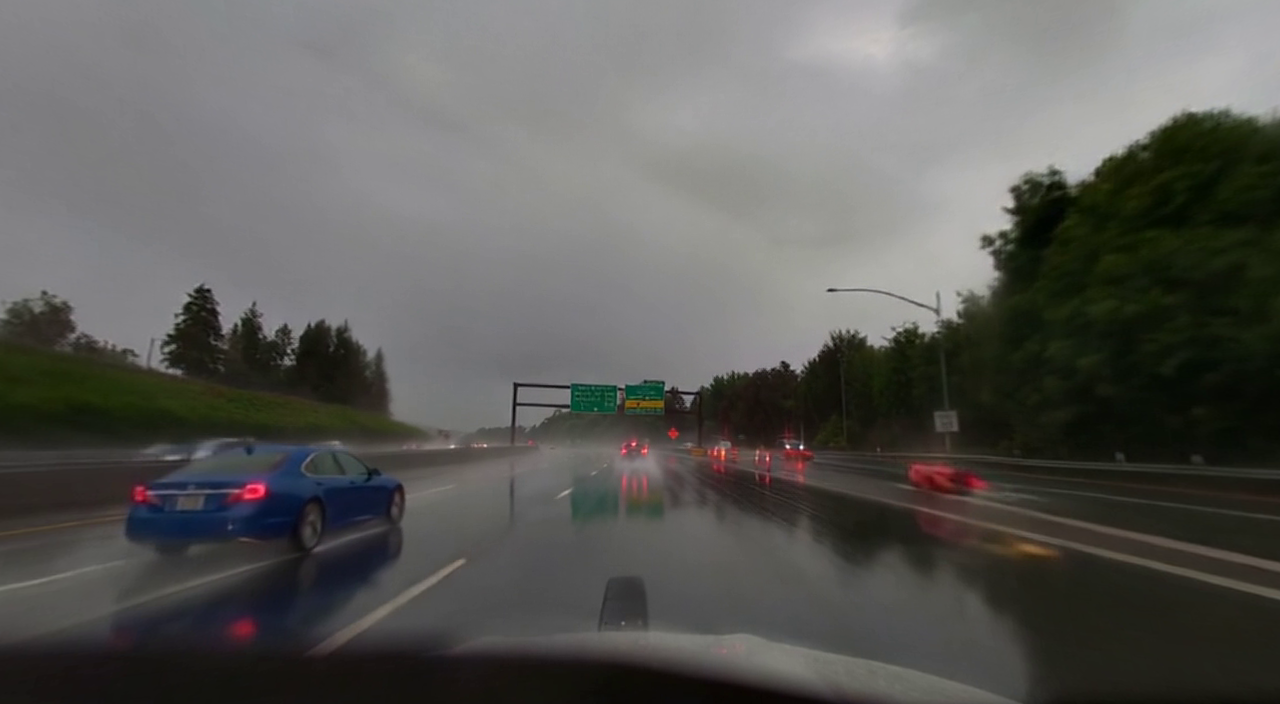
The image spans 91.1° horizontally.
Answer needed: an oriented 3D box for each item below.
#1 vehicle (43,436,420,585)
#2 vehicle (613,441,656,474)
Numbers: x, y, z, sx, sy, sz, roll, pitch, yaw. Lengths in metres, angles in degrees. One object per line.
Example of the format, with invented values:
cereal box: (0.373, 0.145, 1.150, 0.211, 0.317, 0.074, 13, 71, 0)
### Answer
vehicle: (-4.723, 1.855, 8.295, 2.001, 1.415, 4.360, 0, -8, 1)
vehicle: (-0.280, 5.155, 30.947, 1.963, 1.462, 4.681, 0, -8, -1)
